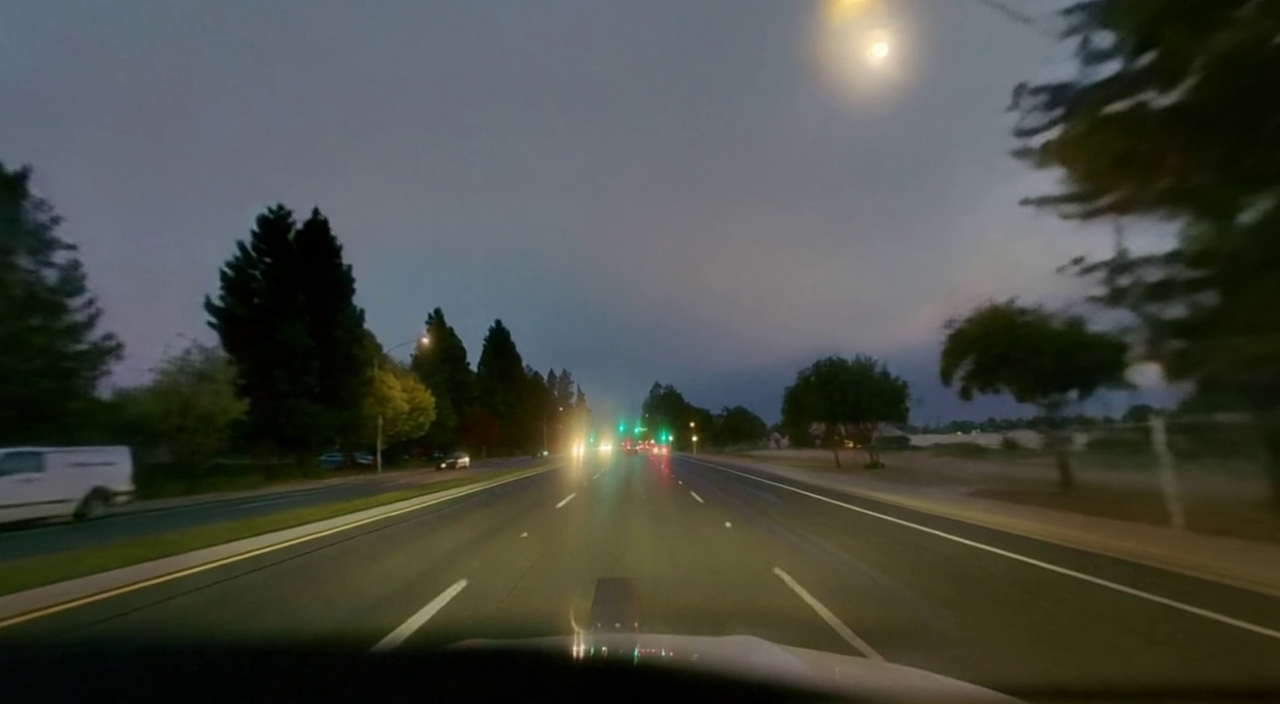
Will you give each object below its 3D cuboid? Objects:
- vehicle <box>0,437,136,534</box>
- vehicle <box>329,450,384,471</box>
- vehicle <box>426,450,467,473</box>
[{"bbox_3d":[-14.336,2.907,13.694,2.251,1.972,5.672,-3,-8,-1],"label":"vehicle"},{"bbox_3d":[-21.584,8.282,48.375,1.916,1.482,4.789,0,-9,1],"label":"vehicle"},{"bbox_3d":[-14.834,8.384,48.629,1.896,1.486,4.285,-4,-8,-2],"label":"vehicle"}]
